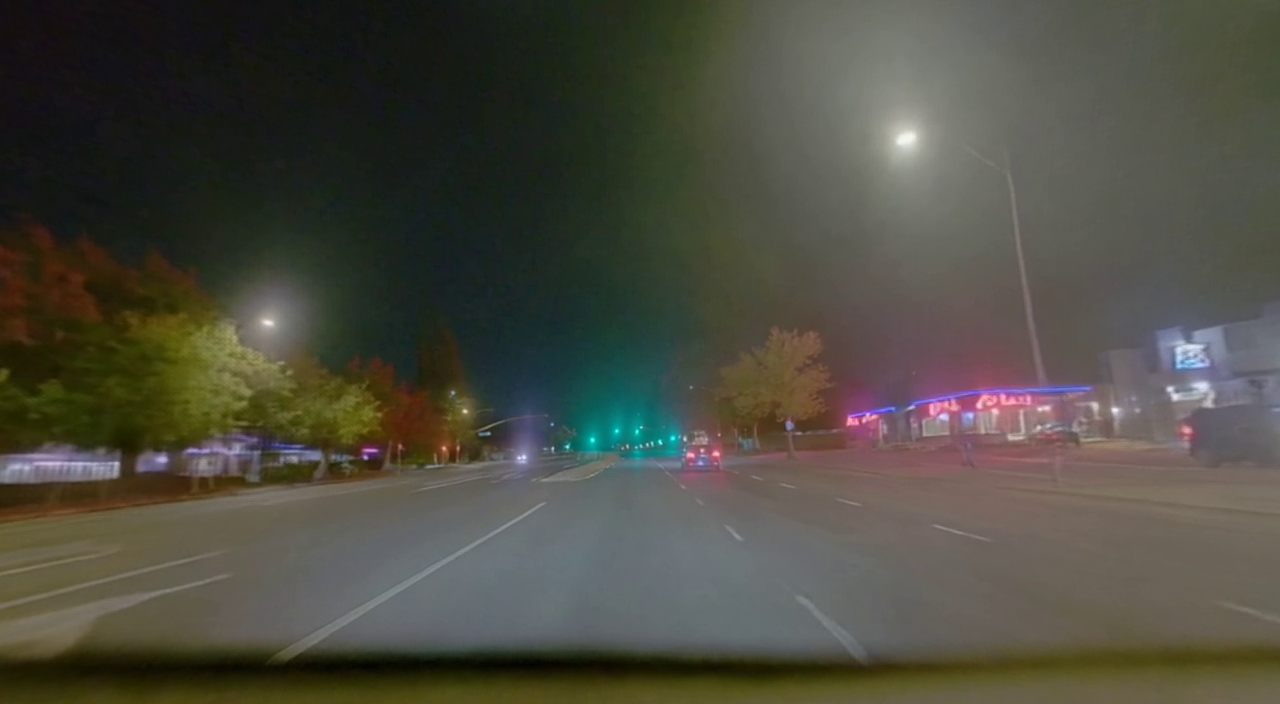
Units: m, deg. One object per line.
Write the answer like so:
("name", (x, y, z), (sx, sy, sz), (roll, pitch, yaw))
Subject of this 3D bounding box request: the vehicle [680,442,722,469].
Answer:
("vehicle", (3.432, 5.937, 36.398), (1.929, 1.411, 4.284), (0, -8, -1))

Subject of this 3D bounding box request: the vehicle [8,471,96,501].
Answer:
("vehicle", (-34.147, 7.761, 36.810), (1.689, 1.434, 3.824), (1, -8, -6))

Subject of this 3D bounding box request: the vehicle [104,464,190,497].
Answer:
("vehicle", (-29.131, 7.561, 37.511), (1.943, 1.647, 4.077), (-3, -9, -3))

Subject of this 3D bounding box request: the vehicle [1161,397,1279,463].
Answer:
("vehicle", (19.753, 2.429, 19.530), (2.247, 1.917, 5.791), (0, -8, -1))
